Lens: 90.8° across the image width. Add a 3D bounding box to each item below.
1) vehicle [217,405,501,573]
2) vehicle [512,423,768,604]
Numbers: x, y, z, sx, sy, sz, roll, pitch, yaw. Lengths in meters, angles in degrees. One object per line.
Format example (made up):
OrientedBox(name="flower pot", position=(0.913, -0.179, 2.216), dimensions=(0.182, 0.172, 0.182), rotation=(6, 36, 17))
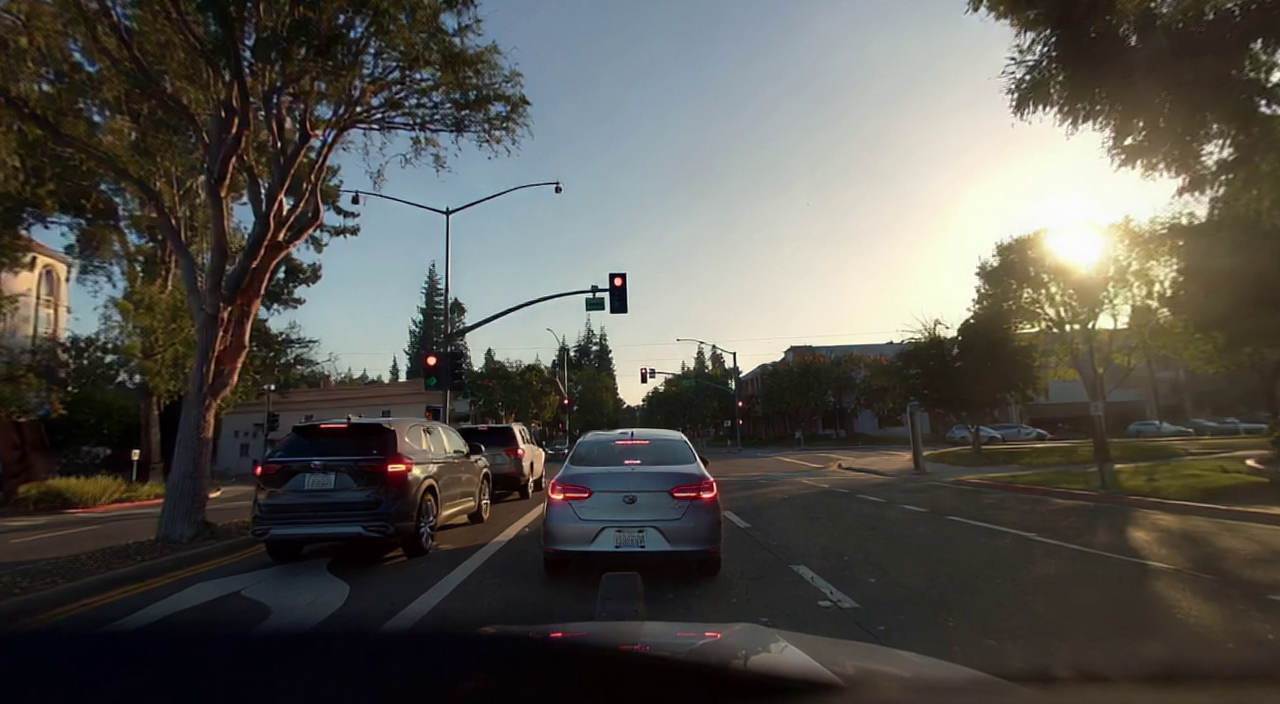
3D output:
OrientedBox(name="vehicle", position=(-3.426, 1.755, 8.826), dimensions=(2.046, 1.751, 4.208), rotation=(0, -8, -1))
OrientedBox(name="vehicle", position=(-0.056, 1.637, 7.305), dimensions=(2.126, 1.475, 3.967), rotation=(0, -8, -2))
